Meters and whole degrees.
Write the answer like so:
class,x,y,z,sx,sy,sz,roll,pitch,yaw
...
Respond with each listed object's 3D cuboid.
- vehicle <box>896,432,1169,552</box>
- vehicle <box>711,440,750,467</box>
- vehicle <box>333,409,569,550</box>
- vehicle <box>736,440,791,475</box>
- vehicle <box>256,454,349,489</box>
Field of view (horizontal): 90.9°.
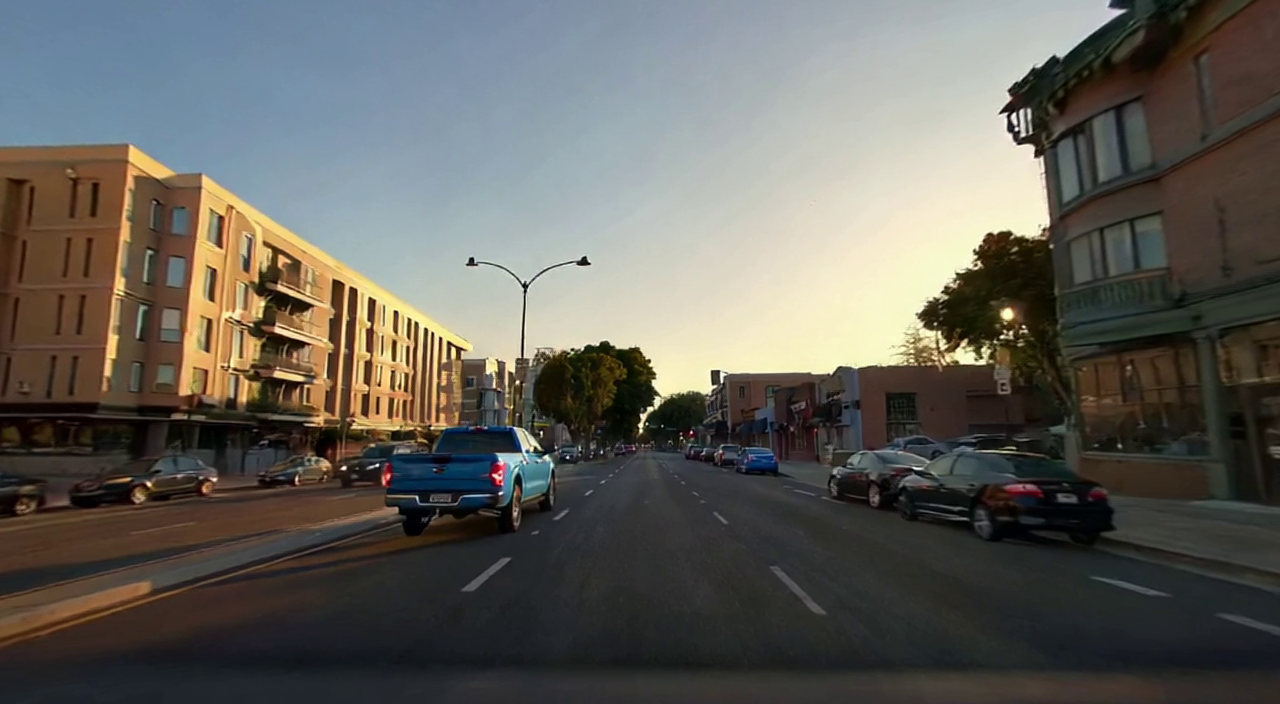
class,x,y,z,sx,sy,sz,roll,pitch,yaw
vehicle,6.027,2.160,10.409,1.871,1.559,4.015,0,-9,-1
vehicle,6.265,7.105,44.187,2.018,1.743,4.529,0,-9,-1
vehicle,-2.729,2.037,10.800,2.197,1.786,5.365,-1,-9,2
vehicle,6.287,5.430,32.686,1.928,1.679,4.716,0,-9,1
vehicle,-16.022,5.673,30.267,1.920,1.467,4.685,0,-9,0
